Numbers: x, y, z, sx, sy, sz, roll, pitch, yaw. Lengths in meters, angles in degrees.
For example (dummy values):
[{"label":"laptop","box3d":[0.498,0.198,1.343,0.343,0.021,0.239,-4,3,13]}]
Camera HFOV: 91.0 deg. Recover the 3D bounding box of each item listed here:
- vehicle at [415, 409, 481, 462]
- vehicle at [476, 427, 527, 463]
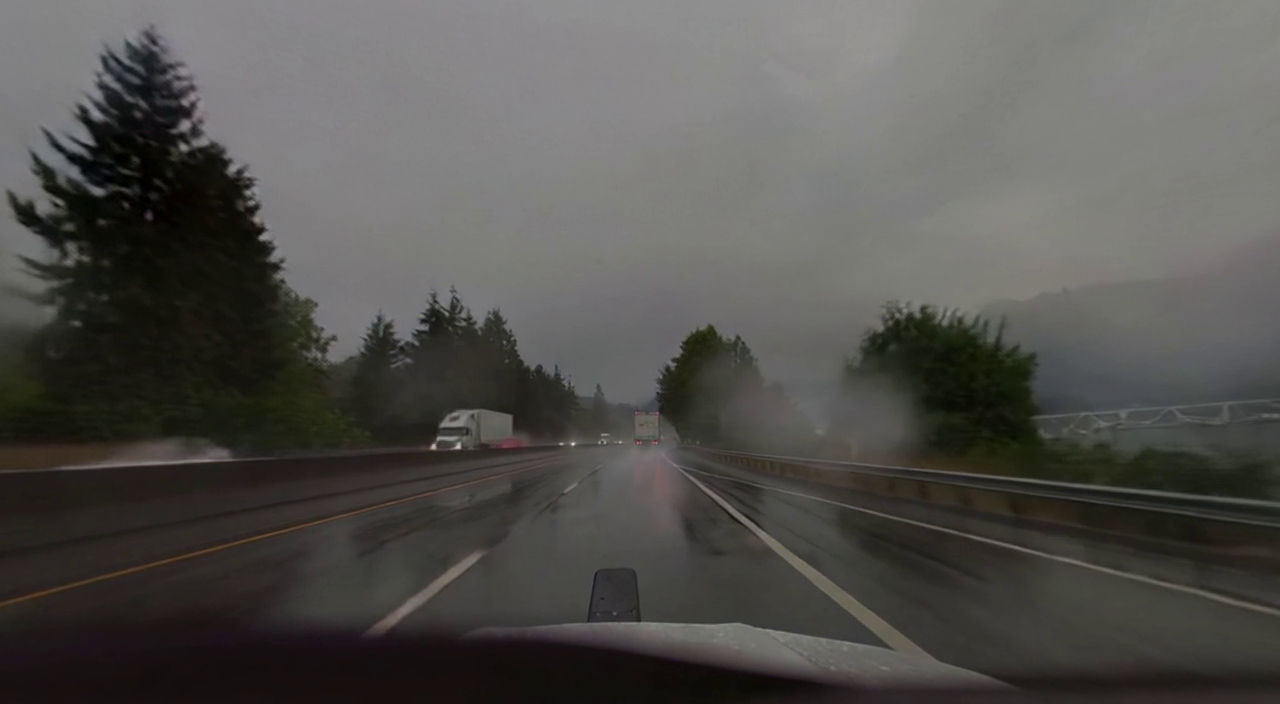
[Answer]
[{"label":"vehicle","box3d":[-14.425,6.360,47.835,3.020,3.775,5.939,-1,-8,0]},{"label":"vehicle","box3d":[-9.939,6.712,45.666,2.304,2.391,5.779,-1,-8,1]}]
